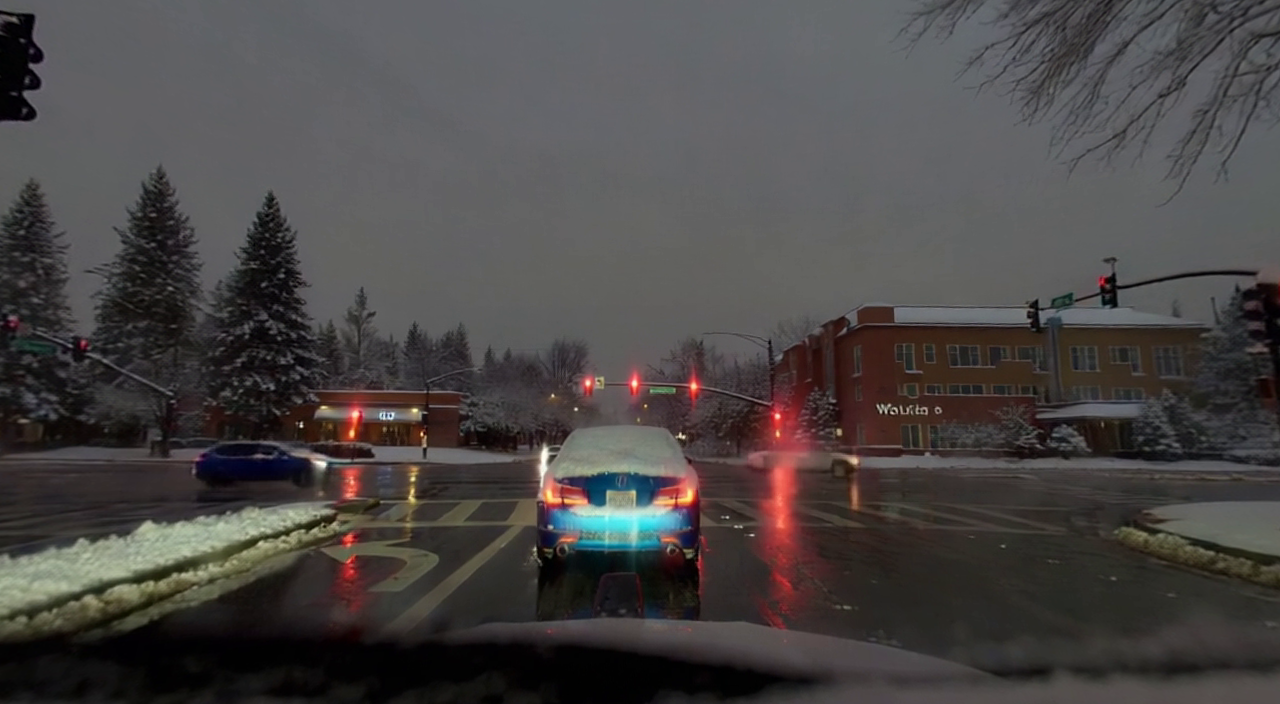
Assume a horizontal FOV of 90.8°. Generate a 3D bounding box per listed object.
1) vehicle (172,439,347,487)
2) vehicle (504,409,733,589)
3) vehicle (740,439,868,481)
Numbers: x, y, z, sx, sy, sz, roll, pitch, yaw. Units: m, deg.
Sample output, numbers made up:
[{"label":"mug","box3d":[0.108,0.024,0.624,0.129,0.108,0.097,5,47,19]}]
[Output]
[{"label":"vehicle","box3d":[-13.512,3.956,22.696,4.891,1.591,2.067,0,-8,-1]},{"label":"vehicle","box3d":[-0.225,1.622,7.763,2.066,1.618,3.922,0,-8,-1]},{"label":"vehicle","box3d":[7.002,4.632,27.312,4.912,1.731,2.022,0,-8,-4]}]
